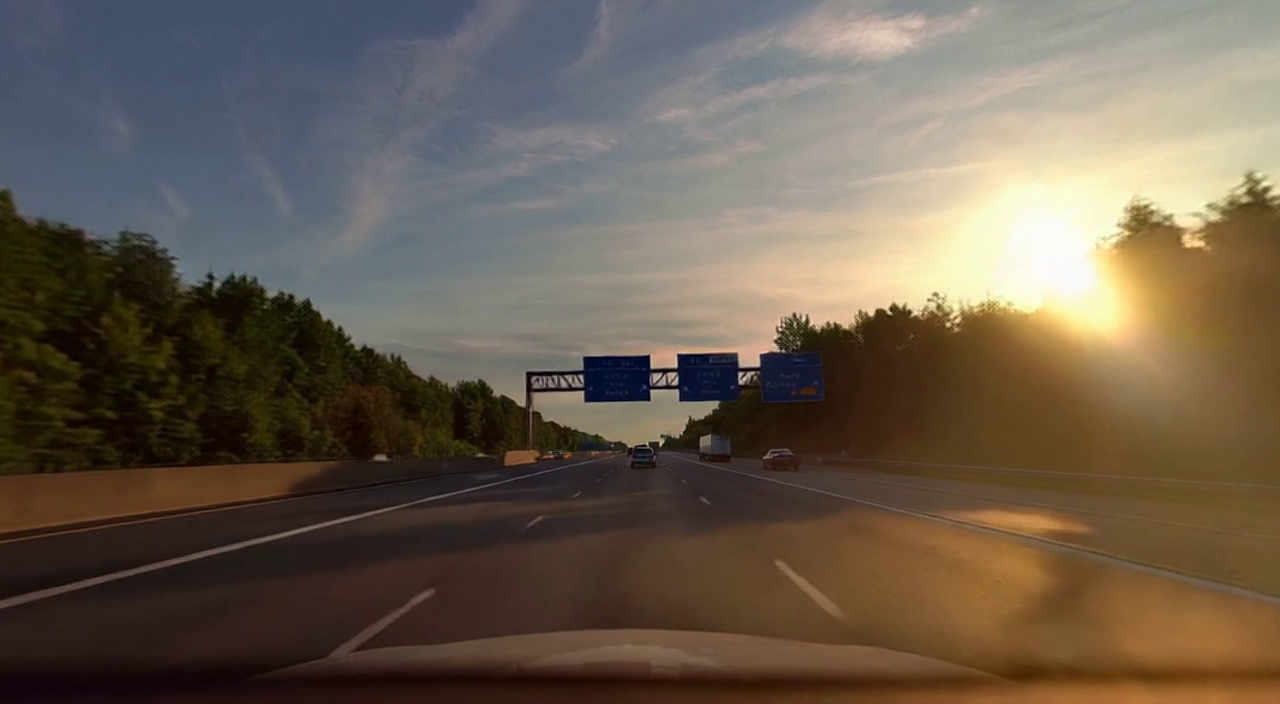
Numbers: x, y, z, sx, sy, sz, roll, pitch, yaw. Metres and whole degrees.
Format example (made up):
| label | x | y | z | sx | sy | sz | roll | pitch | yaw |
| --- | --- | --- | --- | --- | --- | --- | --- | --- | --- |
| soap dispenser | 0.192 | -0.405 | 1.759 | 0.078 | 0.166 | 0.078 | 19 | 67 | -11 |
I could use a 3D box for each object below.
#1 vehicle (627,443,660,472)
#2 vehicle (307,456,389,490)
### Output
| label | x | y | z | sx | sy | sz | roll | pitch | yaw |
| --- | --- | --- | --- | --- | --- | --- | --- | --- | --- |
| vehicle | 0.259 | 7.214 | 43.201 | 2.167 | 1.847 | 4.097 | 0 | -9 | 1 |
| vehicle | -13.806 | 5.707 | 30.071 | 1.983 | 1.464 | 3.899 | 0 | -9 | 1 |
